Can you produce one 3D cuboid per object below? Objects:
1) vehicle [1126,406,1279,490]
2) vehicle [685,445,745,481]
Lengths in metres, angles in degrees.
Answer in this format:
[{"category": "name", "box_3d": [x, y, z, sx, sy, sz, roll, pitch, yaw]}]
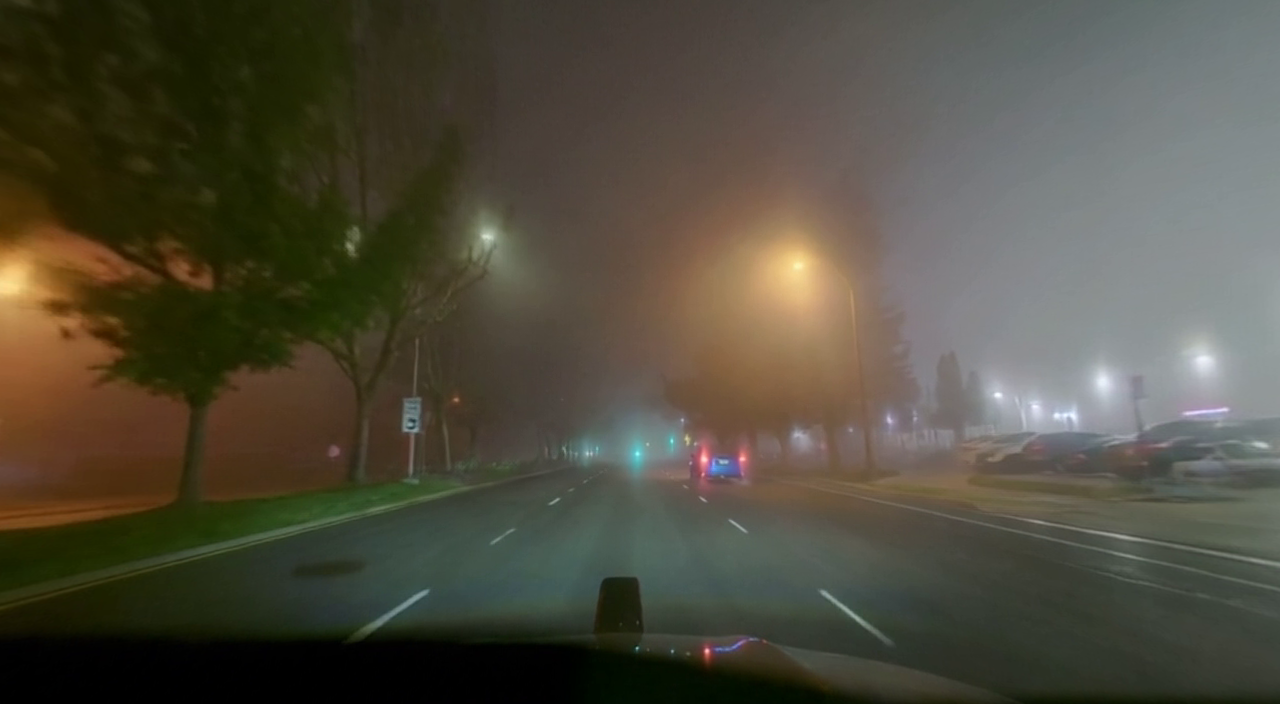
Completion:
[{"category": "vehicle", "box_3d": [16.164, 2.423, 16.025, 5.749, 1.961, 2.230, 0, -8, -1]}, {"category": "vehicle", "box_3d": [3.333, 5.005, 28.896, 2.033, 1.482, 4.571, 0, -8, -2]}]
